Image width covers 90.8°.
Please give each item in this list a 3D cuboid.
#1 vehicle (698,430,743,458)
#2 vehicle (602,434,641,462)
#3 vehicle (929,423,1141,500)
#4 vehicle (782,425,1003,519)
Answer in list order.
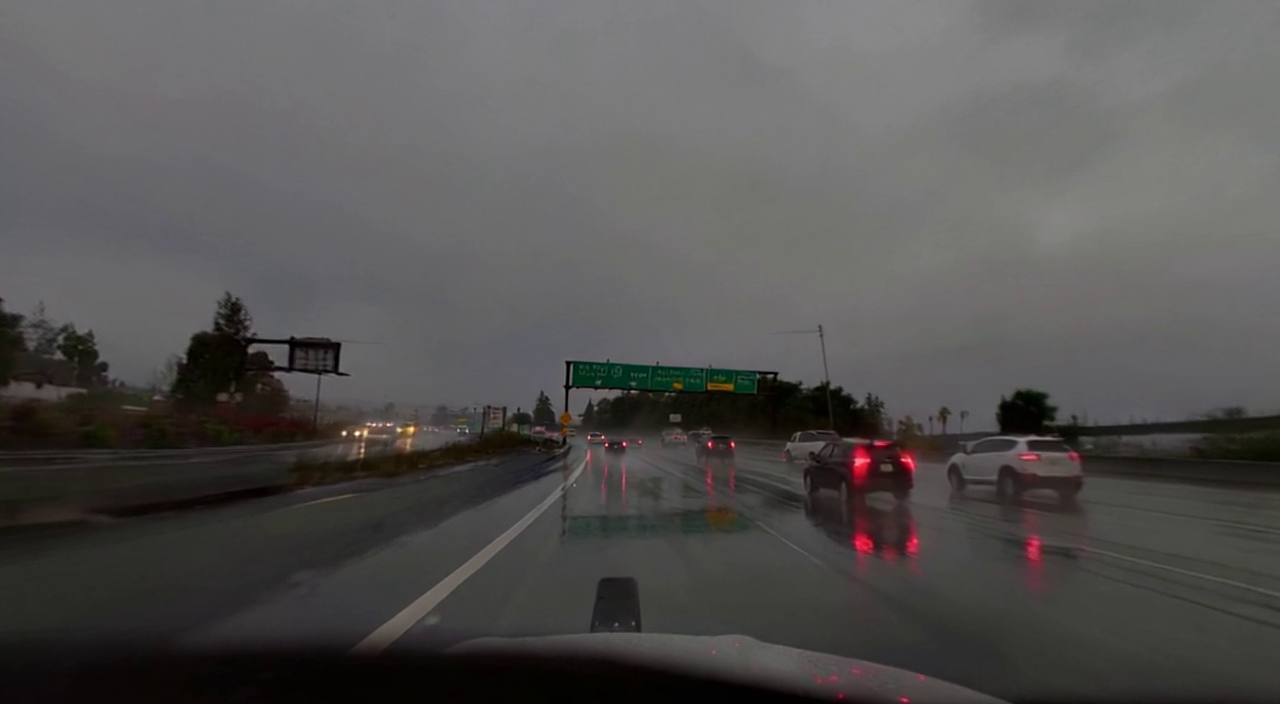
[{"bbox_3d":[5.097,5.926,40.653,2.094,1.652,3.955,1,-8,-5],"label":"vehicle"},{"bbox_3d":[-1.137,5.636,37.254,2.090,1.510,4.280,1,-8,-4],"label":"vehicle"},{"bbox_3d":[9.488,2.679,15.807,2.056,1.609,4.761,1,-8,-3],"label":"vehicle"},{"bbox_3d":[4.611,2.283,12.561,2.196,1.494,4.735,1,-8,-4],"label":"vehicle"}]
